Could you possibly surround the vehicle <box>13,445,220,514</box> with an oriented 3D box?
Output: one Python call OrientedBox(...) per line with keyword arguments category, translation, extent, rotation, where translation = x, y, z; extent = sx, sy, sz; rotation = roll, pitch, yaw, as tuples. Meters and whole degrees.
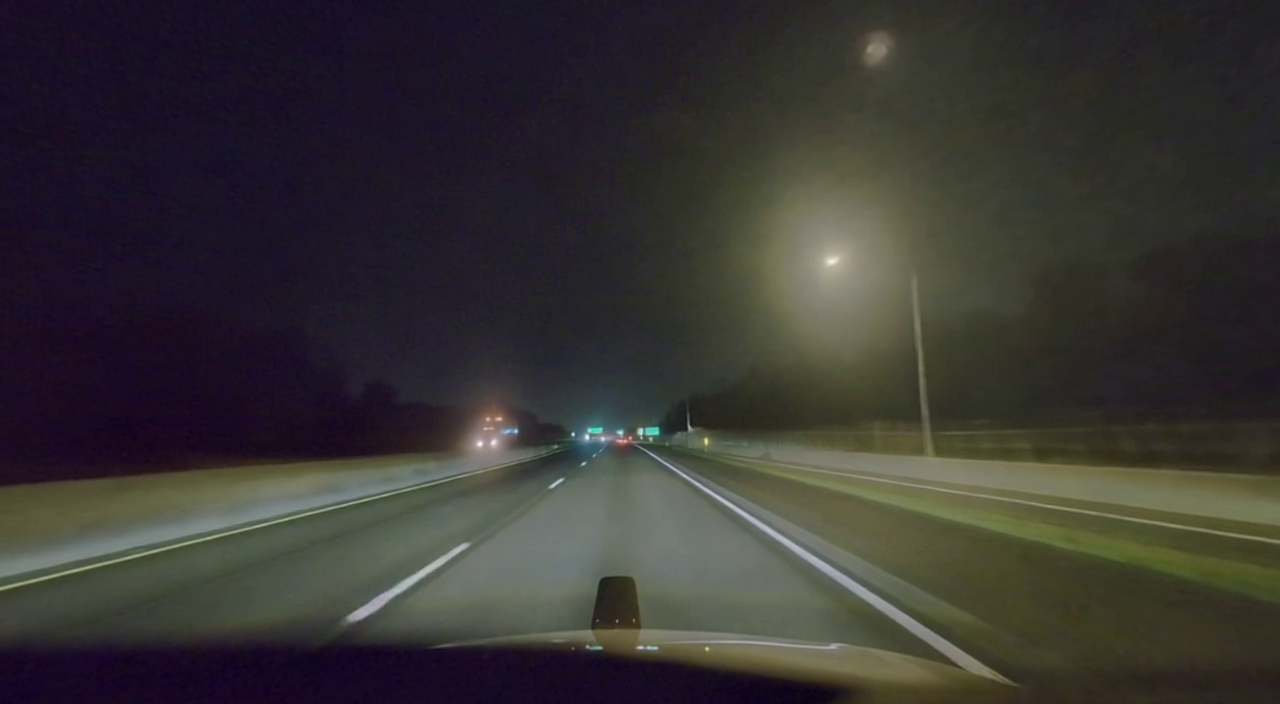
OrientedBox(category="vehicle", translation=(-13.138, 3.161, 16.242), extent=(1.912, 1.471, 4.024), rotation=(0, -8, -1))
